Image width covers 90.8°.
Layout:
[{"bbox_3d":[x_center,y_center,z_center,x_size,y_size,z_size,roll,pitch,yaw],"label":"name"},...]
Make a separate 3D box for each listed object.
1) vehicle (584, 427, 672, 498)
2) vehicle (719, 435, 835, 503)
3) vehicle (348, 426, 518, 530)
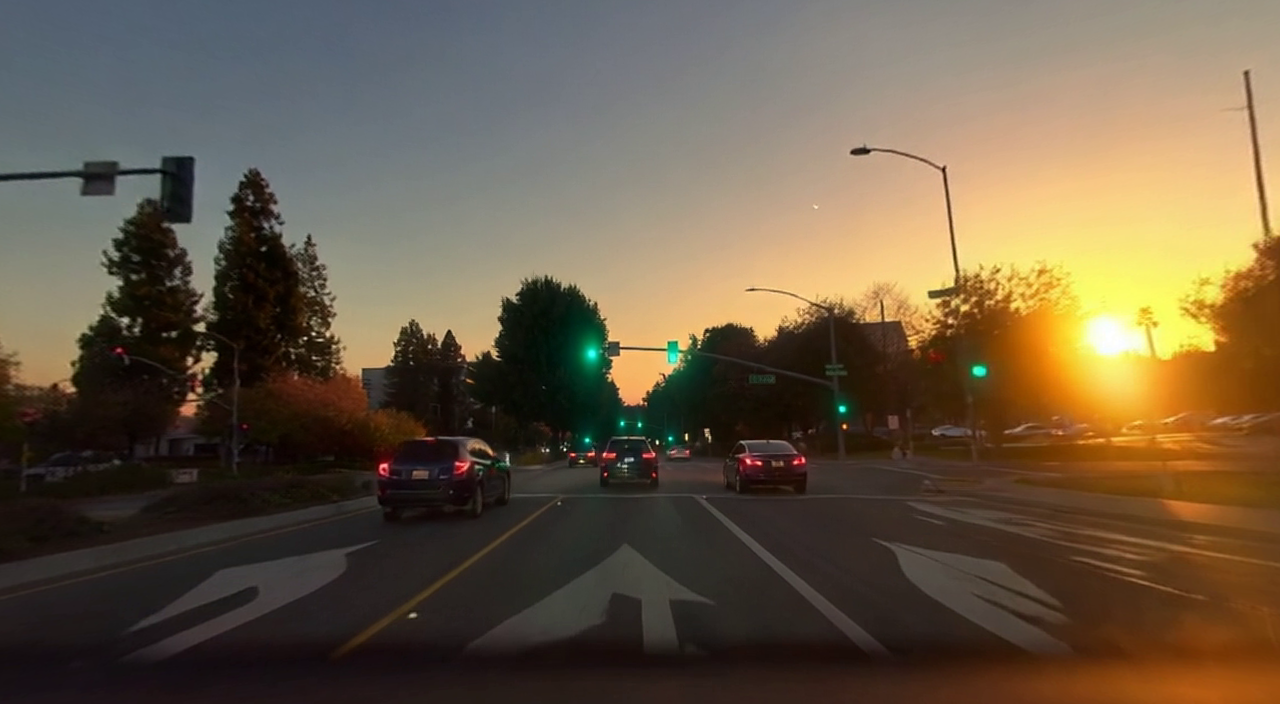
[{"bbox_3d":[-0.276,3.009,17.560,2.150,1.725,4.096,0,-8,0],"label":"vehicle"},{"bbox_3d":[3.387,2.982,16.543,2.068,1.541,4.041,0,-8,-1],"label":"vehicle"},{"bbox_3d":[-3.669,2.290,12.048,1.823,1.602,4.061,0,-8,0],"label":"vehicle"}]
